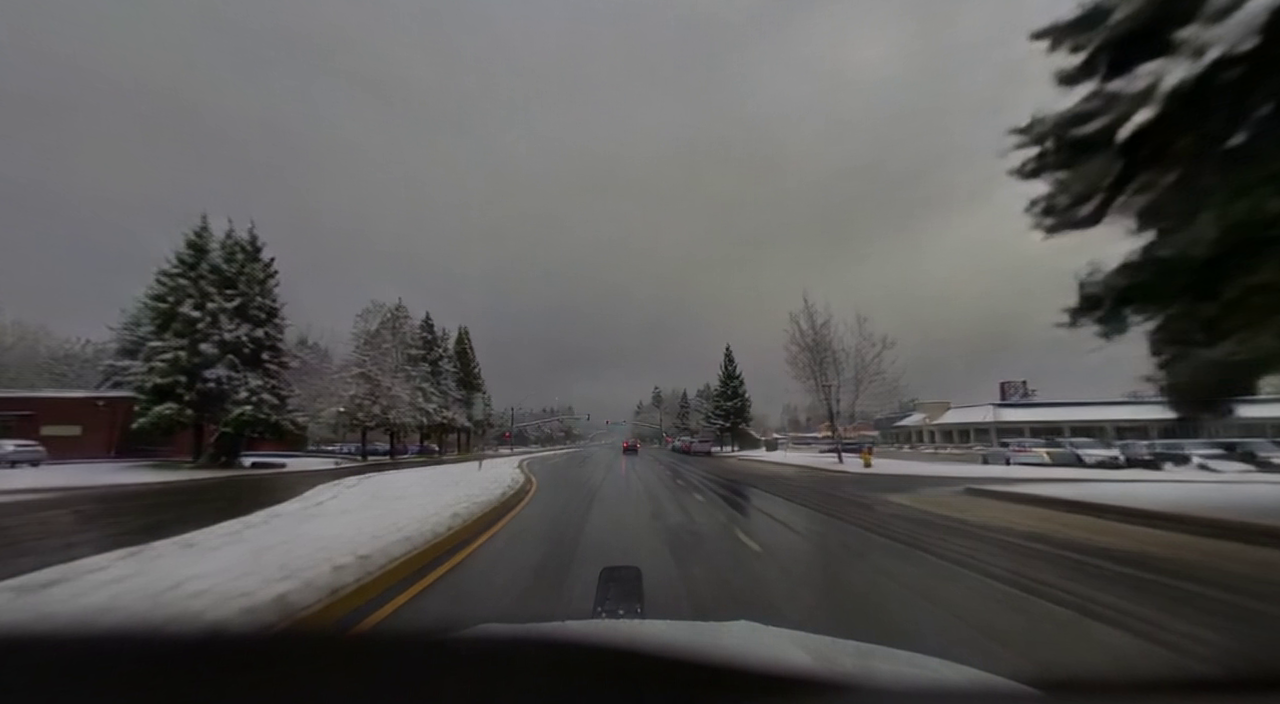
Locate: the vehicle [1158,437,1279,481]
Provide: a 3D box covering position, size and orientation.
[{"bbox_3d":[24.827,4.393,26.427,1.988,1.617,4.524,2,-8,-10],"label":"vehicle"}]

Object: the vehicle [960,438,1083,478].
[{"bbox_3d":[16.588,4.606,27.790,1.966,1.583,4.568,2,-9,-12],"label":"vehicle"}]

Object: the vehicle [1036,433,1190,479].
[{"bbox_3d":[21.438,4.703,29.026,2.150,1.812,5.372,0,-8,-13],"label":"vehicle"}]
